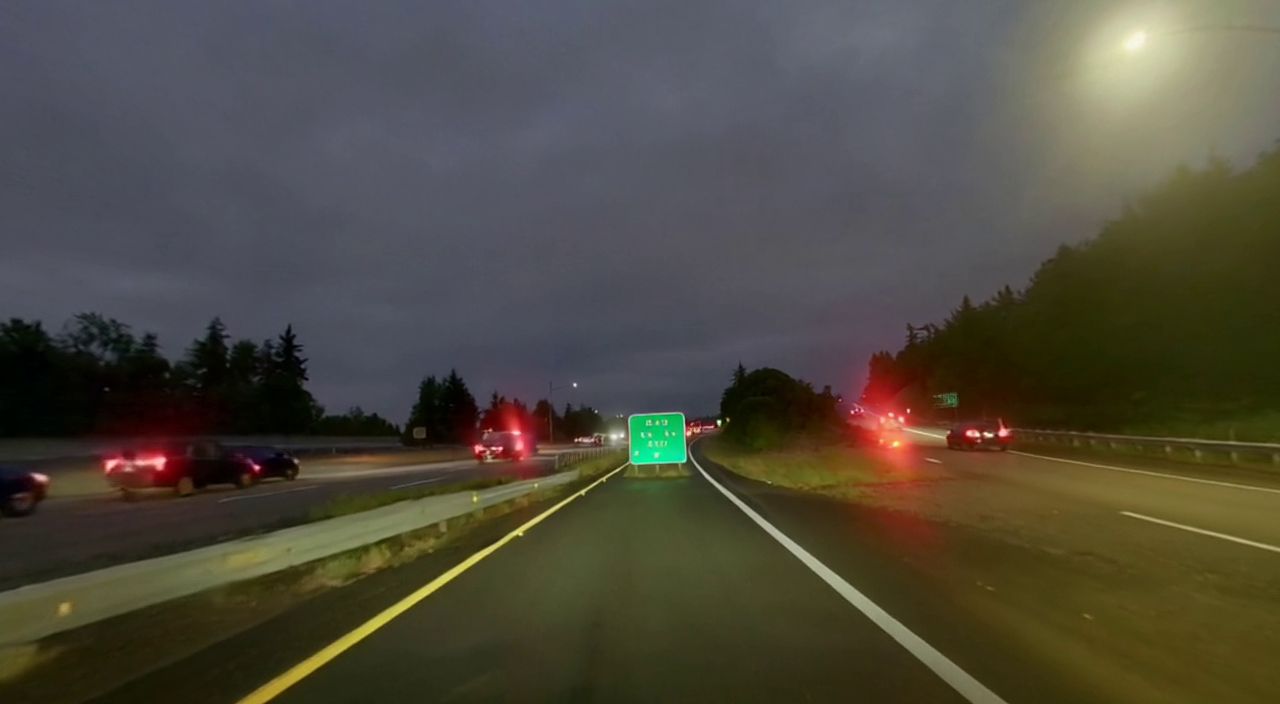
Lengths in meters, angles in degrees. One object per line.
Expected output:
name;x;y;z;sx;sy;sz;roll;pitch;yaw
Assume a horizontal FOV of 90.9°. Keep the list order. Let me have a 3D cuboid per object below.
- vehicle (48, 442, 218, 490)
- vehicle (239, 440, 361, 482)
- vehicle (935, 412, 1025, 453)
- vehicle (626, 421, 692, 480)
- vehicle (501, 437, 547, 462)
vehicle;-17.197;3.835;21.785;1.825;1.437;4.692;-1;-8;3
vehicle;-12.936;4.146;24.384;1.918;1.451;4.668;-1;-8;3
vehicle;14.978;3.628;28.095;2.098;1.654;4.637;-2;-8;10
vehicle;0.623;3.371;21.902;2.043;1.821;4.558;0;-8;1
vehicle;-7.567;6.363;41.391;1.896;1.543;4.429;-1;-8;4
